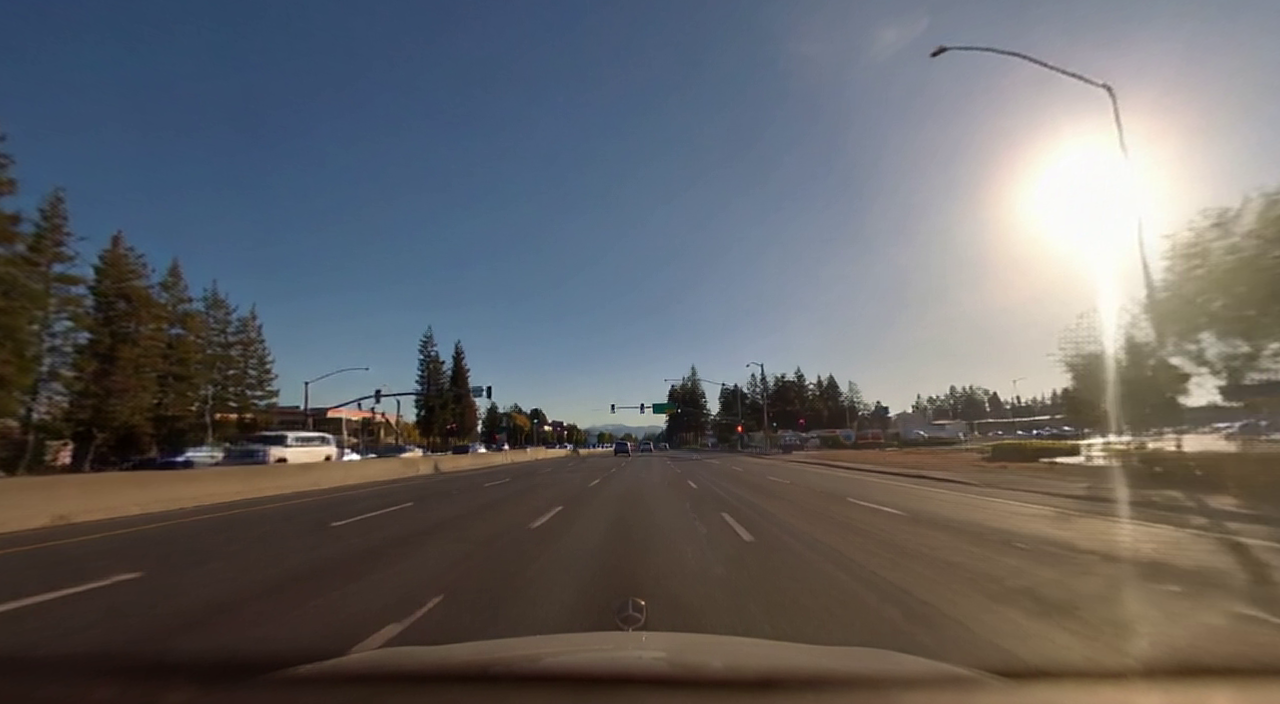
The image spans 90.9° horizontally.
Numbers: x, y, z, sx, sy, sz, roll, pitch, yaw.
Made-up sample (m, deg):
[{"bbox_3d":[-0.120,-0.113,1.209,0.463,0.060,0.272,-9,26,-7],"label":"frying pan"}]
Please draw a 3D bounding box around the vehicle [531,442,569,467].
[{"bbox_3d":[-5.955,6.808,42.115,1.843,1.528,4.121,0,-8,1],"label":"vehicle"}]

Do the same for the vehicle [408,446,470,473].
[{"bbox_3d":[-11.149,5.966,35.304,1.937,1.426,4.529,0,-8,0],"label":"vehicle"}]

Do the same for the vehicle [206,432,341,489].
[{"bbox_3d":[-14.442,4.293,25.341,2.160,1.993,5.347,0,-8,0],"label":"vehicle"}]

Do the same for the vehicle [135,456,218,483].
[{"bbox_3d":[-26.347,6.655,35.955,1.673,1.400,3.902,0,-8,2],"label":"vehicle"}]
